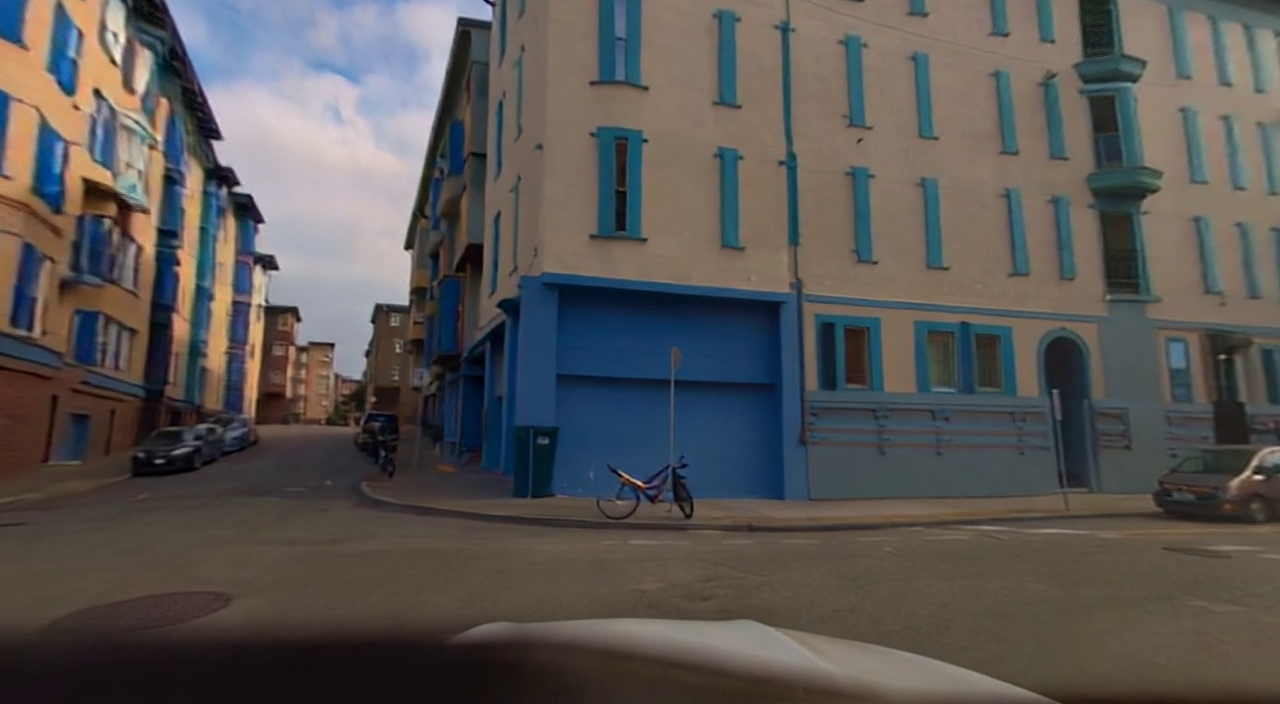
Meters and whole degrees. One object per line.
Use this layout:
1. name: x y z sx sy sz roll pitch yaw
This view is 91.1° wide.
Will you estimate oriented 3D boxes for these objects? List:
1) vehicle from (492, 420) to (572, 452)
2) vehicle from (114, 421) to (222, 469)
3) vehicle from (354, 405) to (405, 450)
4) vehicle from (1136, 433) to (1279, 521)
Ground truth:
1. vehicle: -5.076 3.961 29.616 3.404 1.431 1.641 3 -8 -23
2. vehicle: -15.485 3.049 20.869 1.897 1.431 3.741 3 -8 -22
3. vehicle: -13.204 3.814 31.697 2.072 2.074 4.358 3 -8 -25
4. vehicle: 11.986 2.344 12.210 3.414 1.519 1.719 1 -8 -10
